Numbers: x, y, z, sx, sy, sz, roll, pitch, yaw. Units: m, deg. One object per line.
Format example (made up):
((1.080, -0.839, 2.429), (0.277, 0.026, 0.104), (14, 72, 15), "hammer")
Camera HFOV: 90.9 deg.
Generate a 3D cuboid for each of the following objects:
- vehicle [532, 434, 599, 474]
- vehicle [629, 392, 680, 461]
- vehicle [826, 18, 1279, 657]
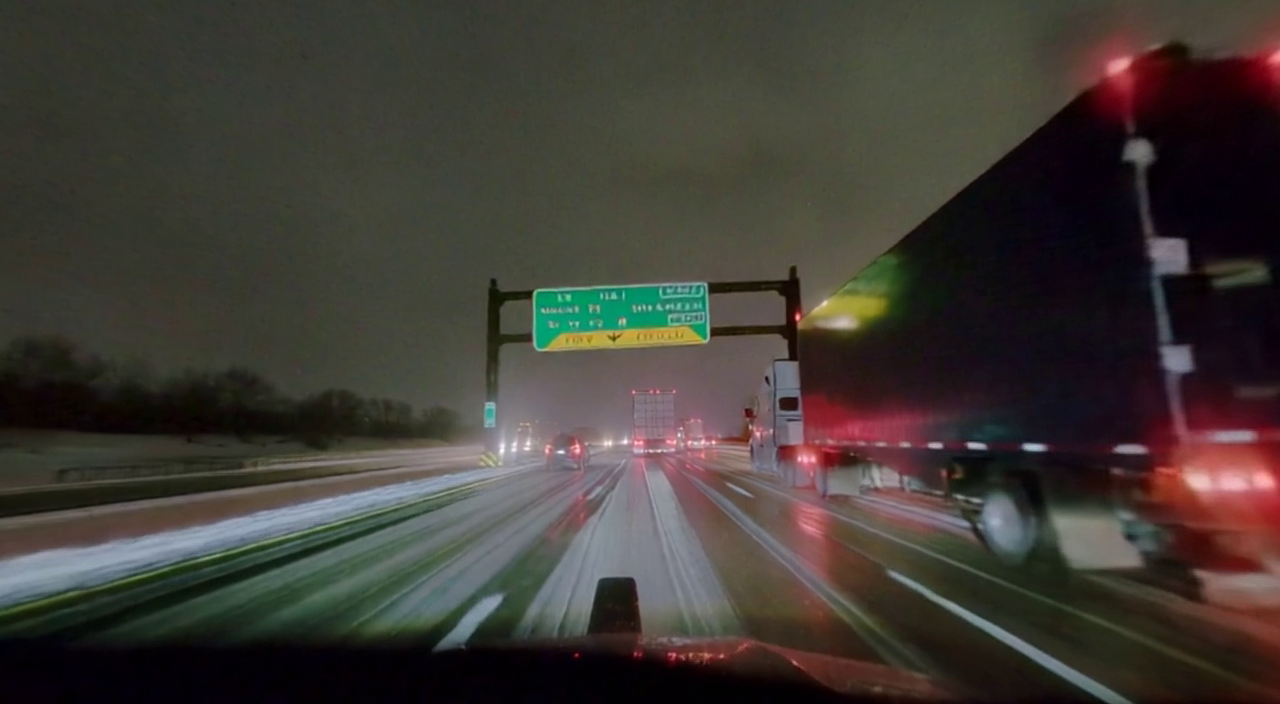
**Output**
((-3.129, 4.409, 27.631), (2.208, 1.542, 5.138), (0, -8, 1), "vehicle")
((1.025, 5.307, 44.134), (2.966, 4.072, 13.408), (-1, -8, 1), "vehicle")
((5.046, 0.330, 7.989), (2.873, 3.998, 8.286), (0, -8, 1), "vehicle")
